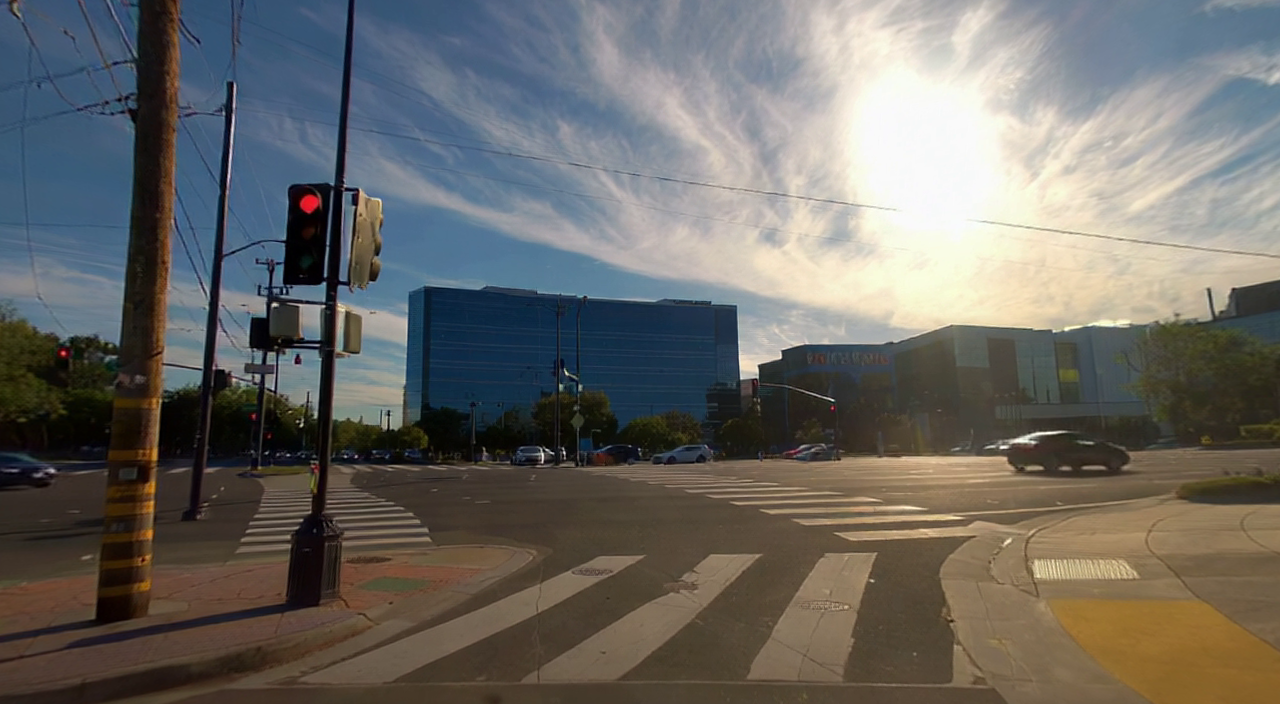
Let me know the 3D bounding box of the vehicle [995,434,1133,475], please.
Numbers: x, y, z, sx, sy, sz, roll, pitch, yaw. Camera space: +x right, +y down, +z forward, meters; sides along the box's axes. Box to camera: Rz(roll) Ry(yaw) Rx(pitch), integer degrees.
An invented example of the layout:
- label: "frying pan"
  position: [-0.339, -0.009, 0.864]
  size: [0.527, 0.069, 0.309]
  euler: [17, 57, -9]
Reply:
- label: "vehicle"
  position: [16.793, 4.045, 25.050]
  size: [4.700, 1.479, 2.095]
  euler: [3, -9, -21]

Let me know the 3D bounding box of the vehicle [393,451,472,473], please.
- label: "vehicle"
  position: [-14.133, 7.444, 42.982]
  size: [4.837, 1.407, 1.818]
  euler: [4, -9, -26]

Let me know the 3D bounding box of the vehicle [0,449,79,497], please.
- label: "vehicle"
  position: [-21.427, 4.009, 21.315]
  size: [4.799, 1.438, 1.899]
  euler: [-4, -9, 26]

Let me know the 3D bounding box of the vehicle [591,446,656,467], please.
- label: "vehicle"
  position: [-1.157, 7.546, 45.813]
  size: [4.391, 1.451, 1.717]
  euler: [4, -9, -25]
